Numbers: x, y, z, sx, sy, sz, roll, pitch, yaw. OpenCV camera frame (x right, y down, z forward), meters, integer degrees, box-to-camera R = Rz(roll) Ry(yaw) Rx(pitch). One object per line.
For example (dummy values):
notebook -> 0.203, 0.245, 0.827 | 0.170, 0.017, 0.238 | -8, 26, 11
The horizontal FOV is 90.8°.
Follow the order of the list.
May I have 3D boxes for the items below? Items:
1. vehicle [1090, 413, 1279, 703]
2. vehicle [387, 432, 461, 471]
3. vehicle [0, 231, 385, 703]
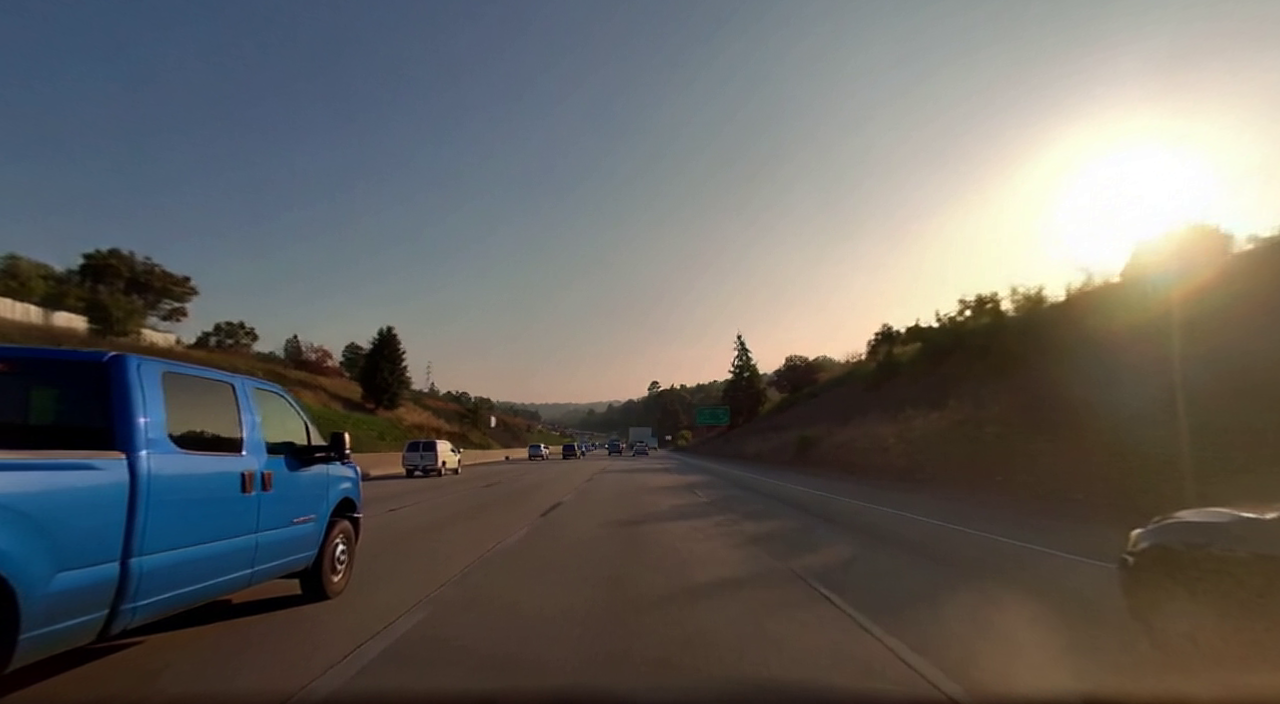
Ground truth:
vehicle -> 4.255, 0.915, 2.110 | 2.047, 1.524, 4.619 | 0, -9, -1
vehicle -> -11.002, 5.106, 32.546 | 2.012, 1.875, 4.895 | 0, -9, 1
vehicle -> -3.563, 0.651, 2.472 | 2.483, 2.100, 6.208 | 0, -9, 0
